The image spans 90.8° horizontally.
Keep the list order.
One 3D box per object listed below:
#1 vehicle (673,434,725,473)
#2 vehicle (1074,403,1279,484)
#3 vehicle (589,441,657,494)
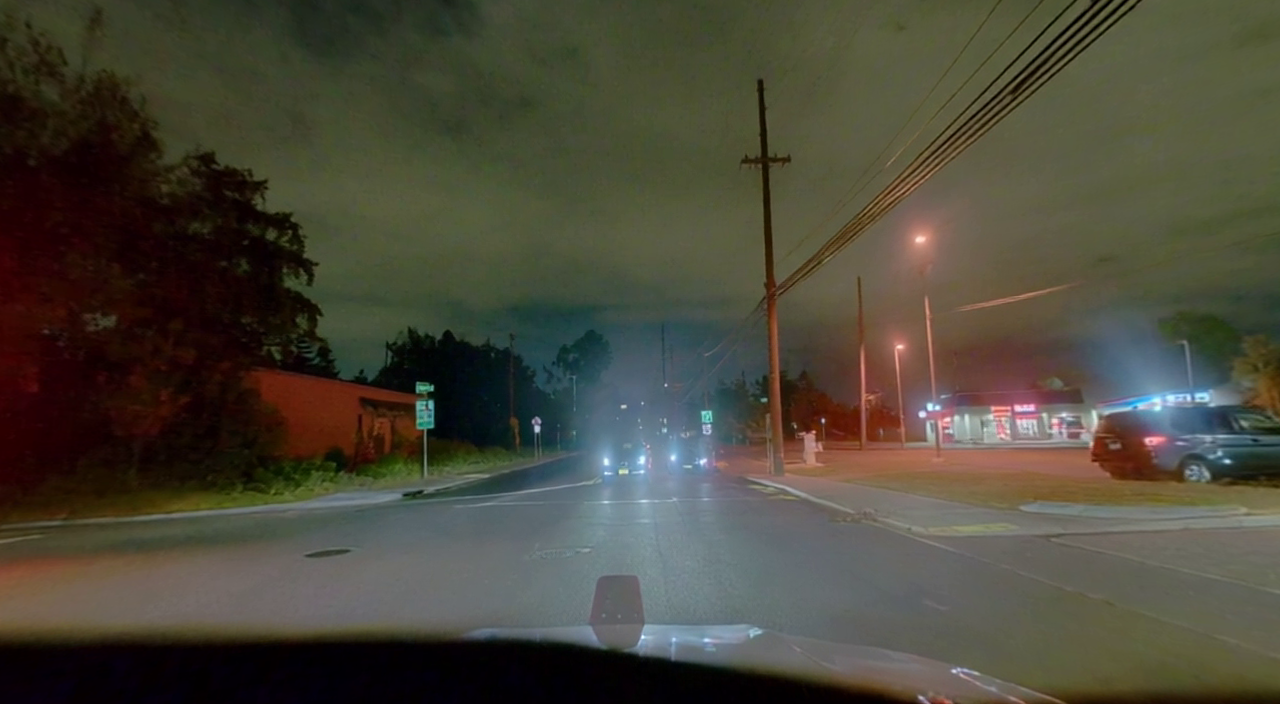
[{"bbox_3d":[3.196,5.470,34.272,2.553,1.868,5.536,-1,-8,5],"label":"vehicle"},{"bbox_3d":[13.351,2.159,14.979,4.518,1.764,2.014,-1,-8,3],"label":"vehicle"},{"bbox_3d":[-0.570,3.493,19.484,1.874,1.427,3.976,0,-8,-3],"label":"vehicle"}]
